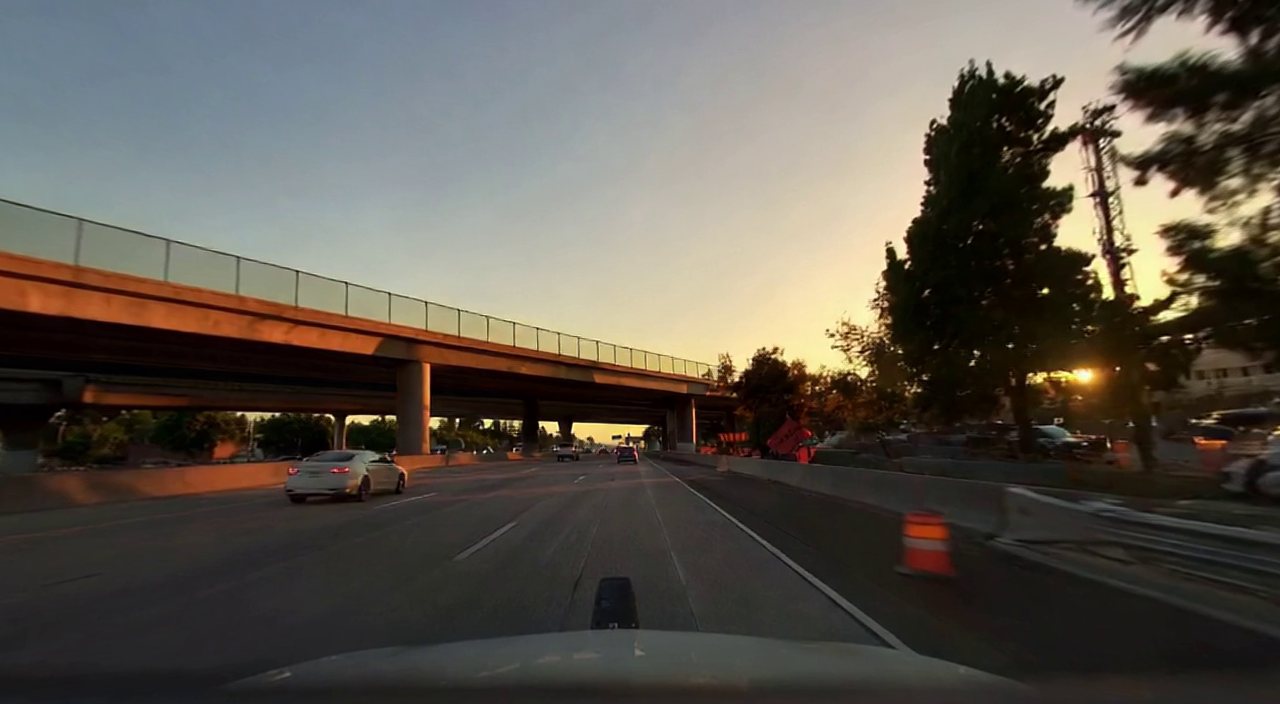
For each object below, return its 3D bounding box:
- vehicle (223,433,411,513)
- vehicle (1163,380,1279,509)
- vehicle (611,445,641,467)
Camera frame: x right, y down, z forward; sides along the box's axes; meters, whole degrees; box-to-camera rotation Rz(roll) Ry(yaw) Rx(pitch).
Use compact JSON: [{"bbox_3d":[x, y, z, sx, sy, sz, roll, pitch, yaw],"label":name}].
[{"bbox_3d":[-7.294,2.764,14.909,2.128,1.604,4.279,0,-9,0],"label":"vehicle"},{"bbox_3d":[13.755,2.028,13.768,1.868,2.536,3.267,-1,-9,5],"label":"vehicle"},{"bbox_3d":[-0.943,7.362,44.979,2.051,1.459,4.092,0,-9,0],"label":"vehicle"}]
